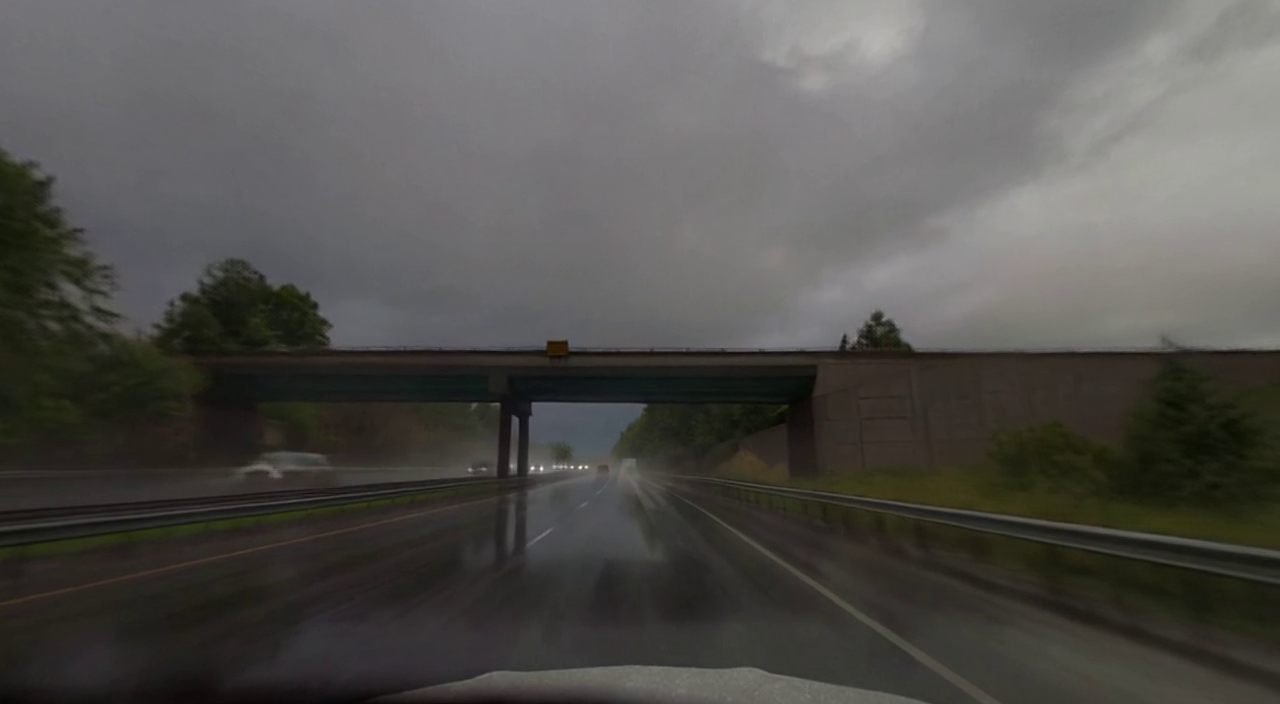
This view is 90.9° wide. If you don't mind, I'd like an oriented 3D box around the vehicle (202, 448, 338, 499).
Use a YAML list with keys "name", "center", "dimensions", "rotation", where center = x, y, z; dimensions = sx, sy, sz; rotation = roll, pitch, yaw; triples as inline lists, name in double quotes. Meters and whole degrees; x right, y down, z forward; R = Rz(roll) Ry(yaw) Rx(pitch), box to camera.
- name: "vehicle"
  center: [-13.028, 4.339, 22.580]
  dimensions: [2.113, 1.597, 4.475]
  rotation: [1, -11, 0]
